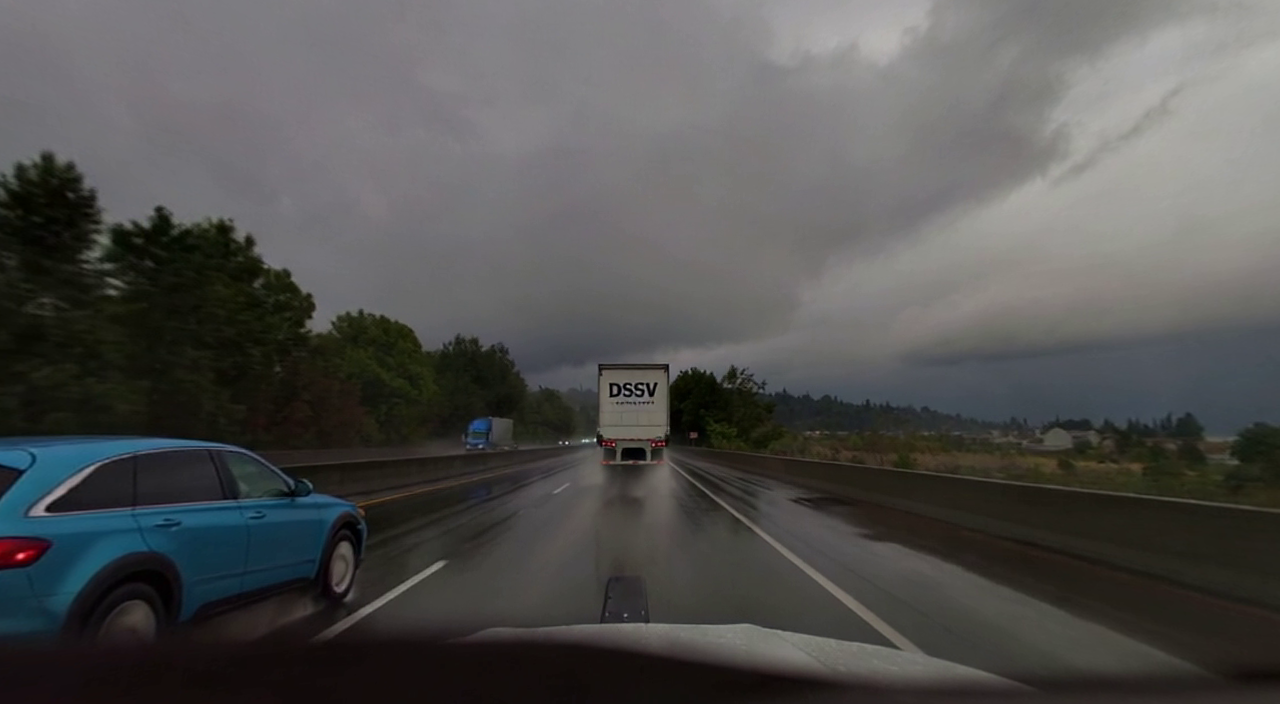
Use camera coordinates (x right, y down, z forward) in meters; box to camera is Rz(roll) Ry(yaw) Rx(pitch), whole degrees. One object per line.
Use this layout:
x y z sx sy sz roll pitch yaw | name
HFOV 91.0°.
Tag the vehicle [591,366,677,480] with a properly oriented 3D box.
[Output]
-0.366 3.177 26.962 2.969 3.957 10.270 0 -8 -2 | vehicle
